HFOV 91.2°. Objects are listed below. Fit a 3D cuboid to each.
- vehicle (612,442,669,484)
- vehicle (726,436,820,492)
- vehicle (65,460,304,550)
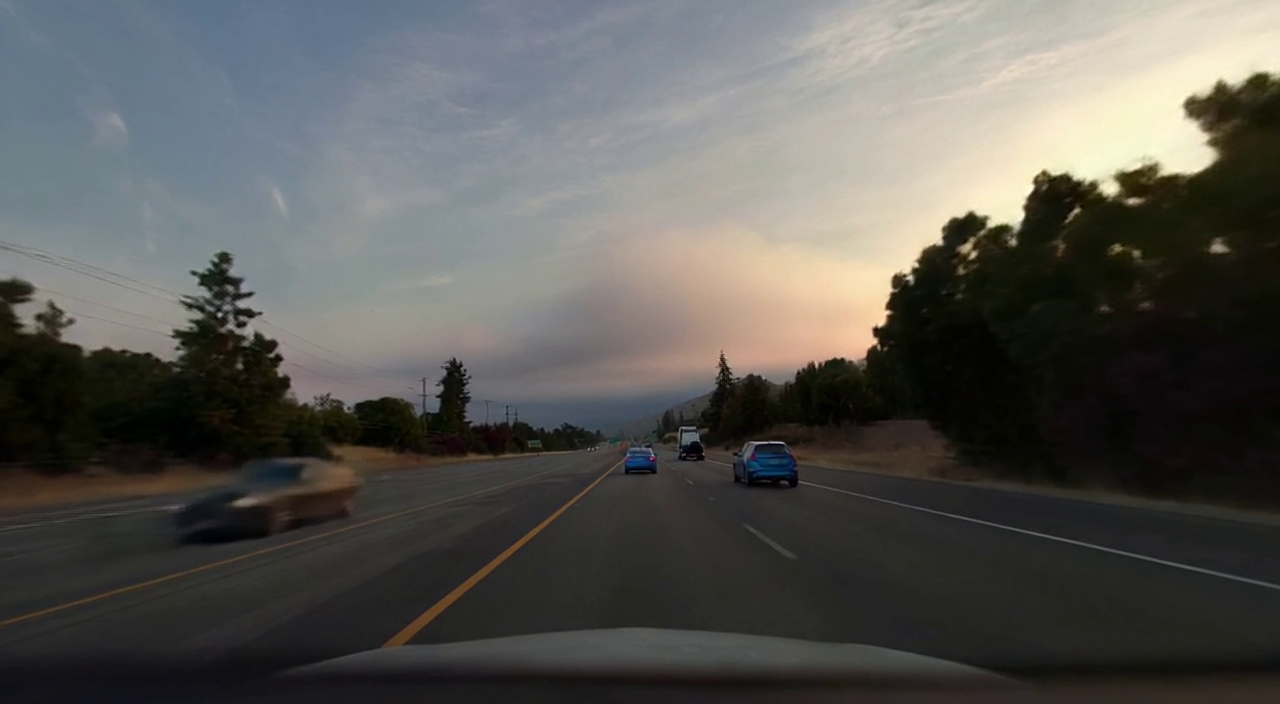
[{"bbox_3d":[0.005,4.320,24.600,2.066,1.490,3.759,0,-9,0],"label":"vehicle"},{"bbox_3d":[3.962,3.425,19.475,1.953,1.540,4.101,0,-9,-1],"label":"vehicle"},{"bbox_3d":[-9.345,3.122,13.442,1.912,1.503,4.270,-1,-9,0],"label":"vehicle"}]
